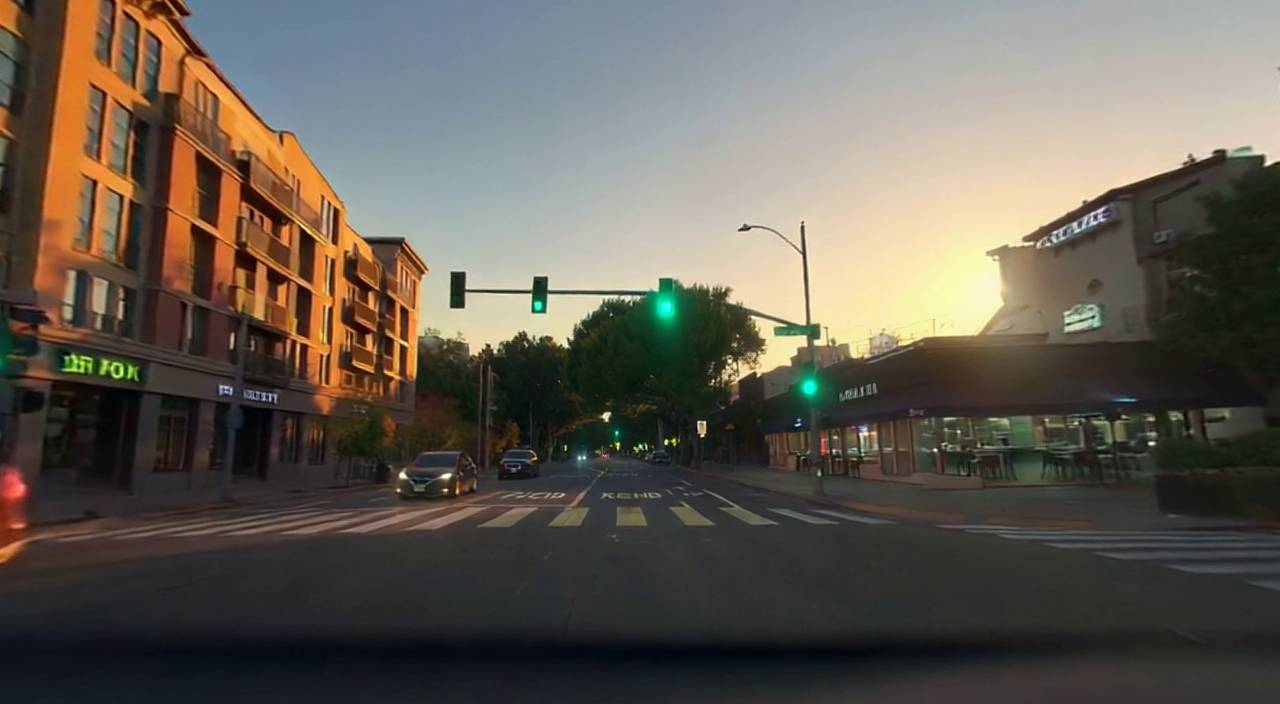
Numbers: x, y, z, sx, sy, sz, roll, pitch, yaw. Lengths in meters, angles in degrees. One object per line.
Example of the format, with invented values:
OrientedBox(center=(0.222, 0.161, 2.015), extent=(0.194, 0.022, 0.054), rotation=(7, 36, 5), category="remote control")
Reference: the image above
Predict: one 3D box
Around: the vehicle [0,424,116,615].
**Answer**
OrientedBox(center=(-6.428, 1.244, 4.220), extent=(2.071, 1.588, 4.336), rotation=(0, -8, 1), category="vehicle")

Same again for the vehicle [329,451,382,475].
OrientedBox(center=(-20.990, 8.176, 46.755), extent=(1.981, 1.510, 4.439), rotation=(0, -7, -2), category="vehicle")

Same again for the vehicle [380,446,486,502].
OrientedBox(center=(-6.653, 3.936, 20.910), extent=(2.019, 1.596, 4.608), rotation=(0, -8, -1), category="vehicle")

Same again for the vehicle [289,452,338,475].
OrientedBox(center=(-23.583, 8.085, 45.817), extent=(1.739, 1.373, 3.759), rotation=(2, -6, -4), category="vehicle")

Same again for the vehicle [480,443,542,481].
OrientedBox(center=(-7.096, 6.113, 35.396), extent=(2.545, 1.943, 5.168), rotation=(0, -8, -2), category="vehicle")
